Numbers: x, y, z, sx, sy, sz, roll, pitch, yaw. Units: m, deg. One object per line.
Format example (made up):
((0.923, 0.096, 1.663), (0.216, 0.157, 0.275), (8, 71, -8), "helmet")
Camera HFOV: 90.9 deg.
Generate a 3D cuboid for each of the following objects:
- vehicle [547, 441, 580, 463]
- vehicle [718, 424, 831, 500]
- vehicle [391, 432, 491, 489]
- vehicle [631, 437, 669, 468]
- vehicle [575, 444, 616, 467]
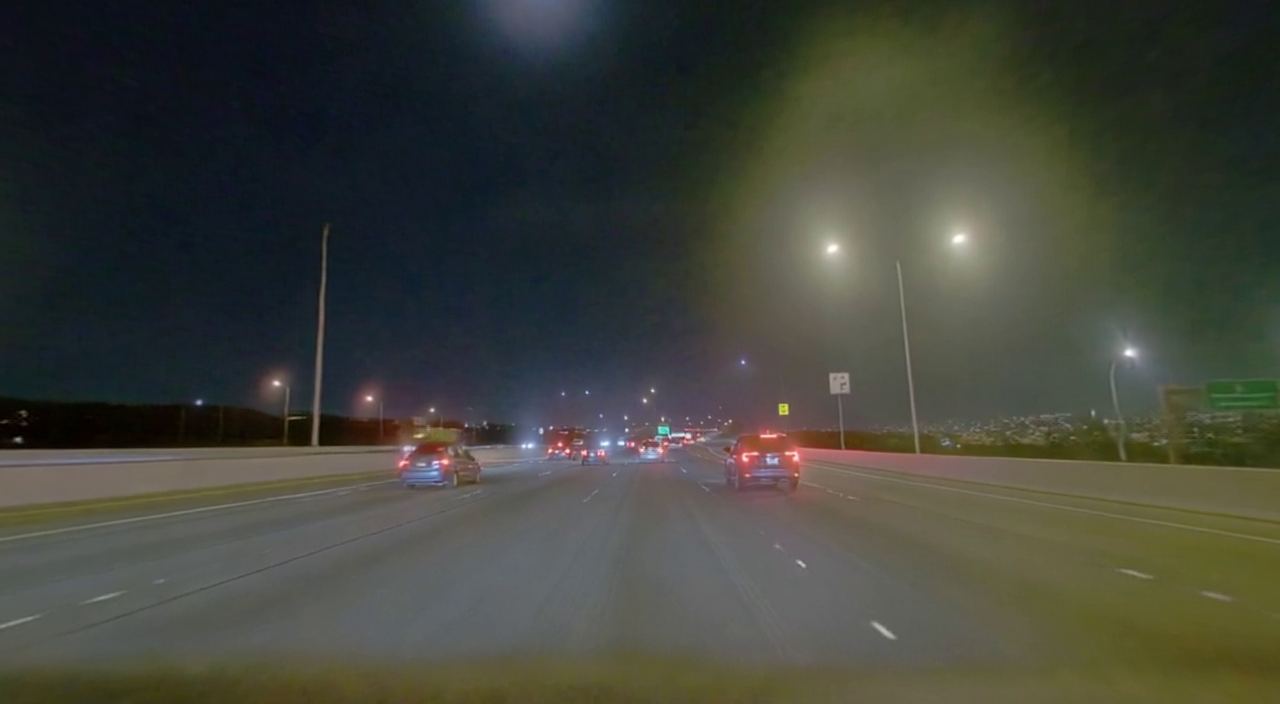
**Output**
((-5.917, 7.772, 49.036), (1.992, 1.604, 3.966), (0, -8, 1), "vehicle")
((3.569, 3.016, 17.737), (2.083, 1.823, 4.627), (0, -8, -1), "vehicle")
((-6.525, 3.588, 21.169), (1.946, 1.688, 4.019), (0, -8, 1), "vehicle")
((0.625, 6.022, 38.062), (2.133, 1.739, 3.925), (0, -8, 1), "vehicle")
((-2.834, 6.707, 41.128), (2.205, 1.406, 4.286), (0, -8, 2), "vehicle")
